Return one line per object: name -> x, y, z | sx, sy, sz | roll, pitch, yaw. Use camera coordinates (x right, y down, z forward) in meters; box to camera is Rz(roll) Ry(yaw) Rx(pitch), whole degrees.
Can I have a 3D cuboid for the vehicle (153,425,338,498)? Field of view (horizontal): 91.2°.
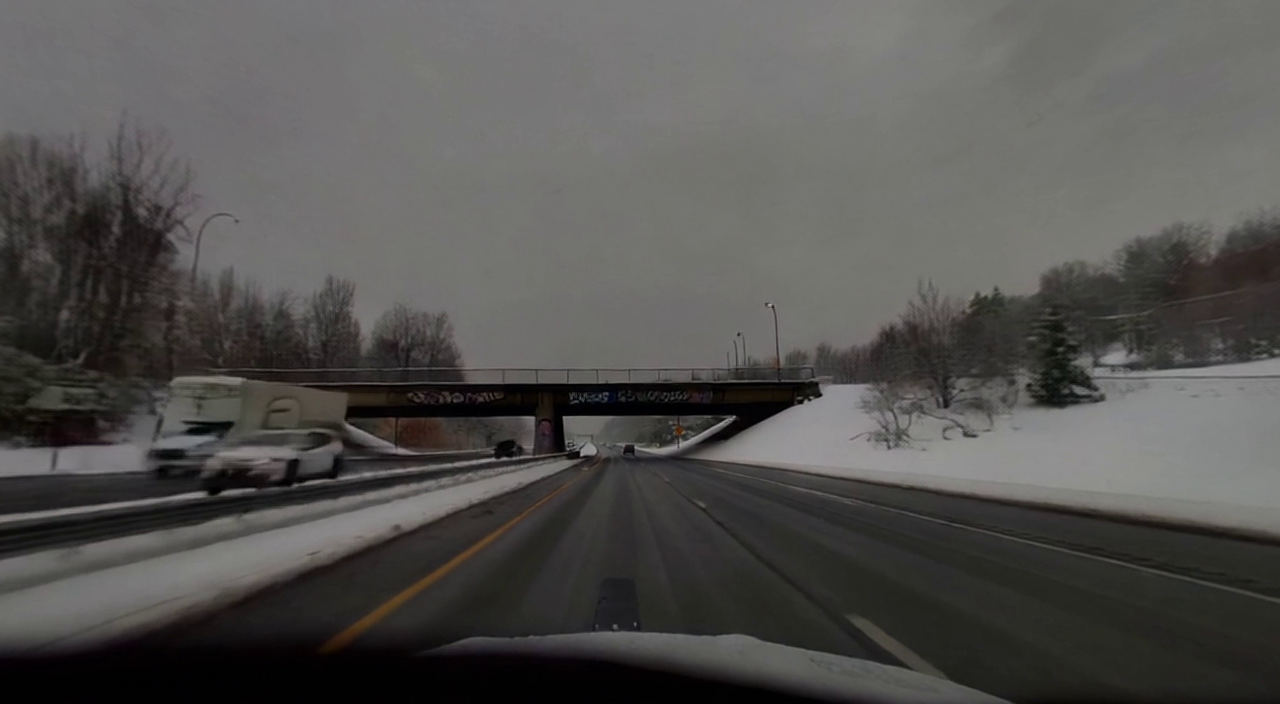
vehicle -> -9.221, 2.600, 15.146 | 1.857, 1.490, 4.145 | 0, -9, -2
